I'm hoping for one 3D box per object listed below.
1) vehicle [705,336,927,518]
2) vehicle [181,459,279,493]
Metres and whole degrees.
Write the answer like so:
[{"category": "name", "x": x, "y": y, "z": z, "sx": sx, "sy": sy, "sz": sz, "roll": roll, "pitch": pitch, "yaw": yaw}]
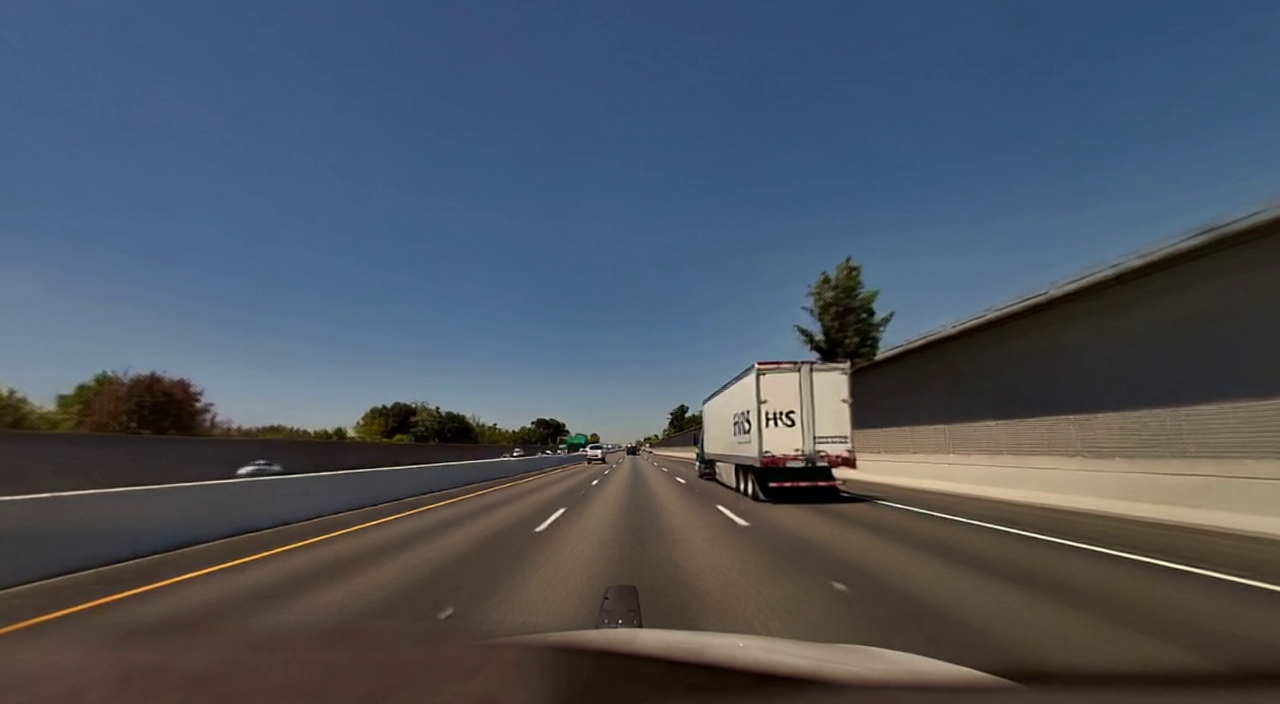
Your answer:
[{"category": "vehicle", "x": 4.021, "y": 2.365, "z": 18.226, "sx": 2.823, "sy": 3.509, "sz": 12.118, "roll": 0, "pitch": -9, "yaw": 0}, {"category": "vehicle", "x": -19.744, "y": 5.972, "z": 30.425, "sx": 1.832, "sy": 1.402, "sz": 4.349, "roll": 0, "pitch": -9, "yaw": 0}]
